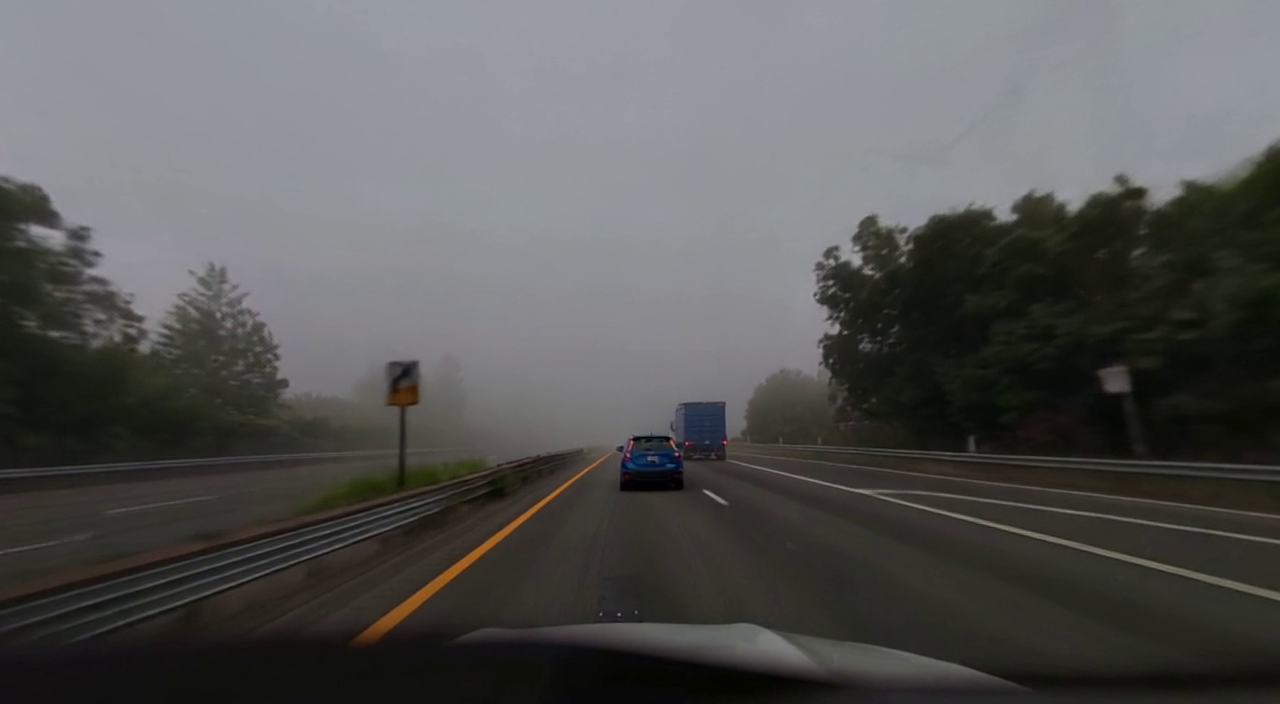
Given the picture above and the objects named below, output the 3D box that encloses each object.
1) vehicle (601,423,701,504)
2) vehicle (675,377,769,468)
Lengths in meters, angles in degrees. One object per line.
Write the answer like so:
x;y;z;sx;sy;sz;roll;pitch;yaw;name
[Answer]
0.158;2.561;15.037;2.038;1.624;4.312;0;-8;-2;vehicle
4.108;4.155;35.884;3.129;4.126;14.913;0;-8;-1;vehicle
